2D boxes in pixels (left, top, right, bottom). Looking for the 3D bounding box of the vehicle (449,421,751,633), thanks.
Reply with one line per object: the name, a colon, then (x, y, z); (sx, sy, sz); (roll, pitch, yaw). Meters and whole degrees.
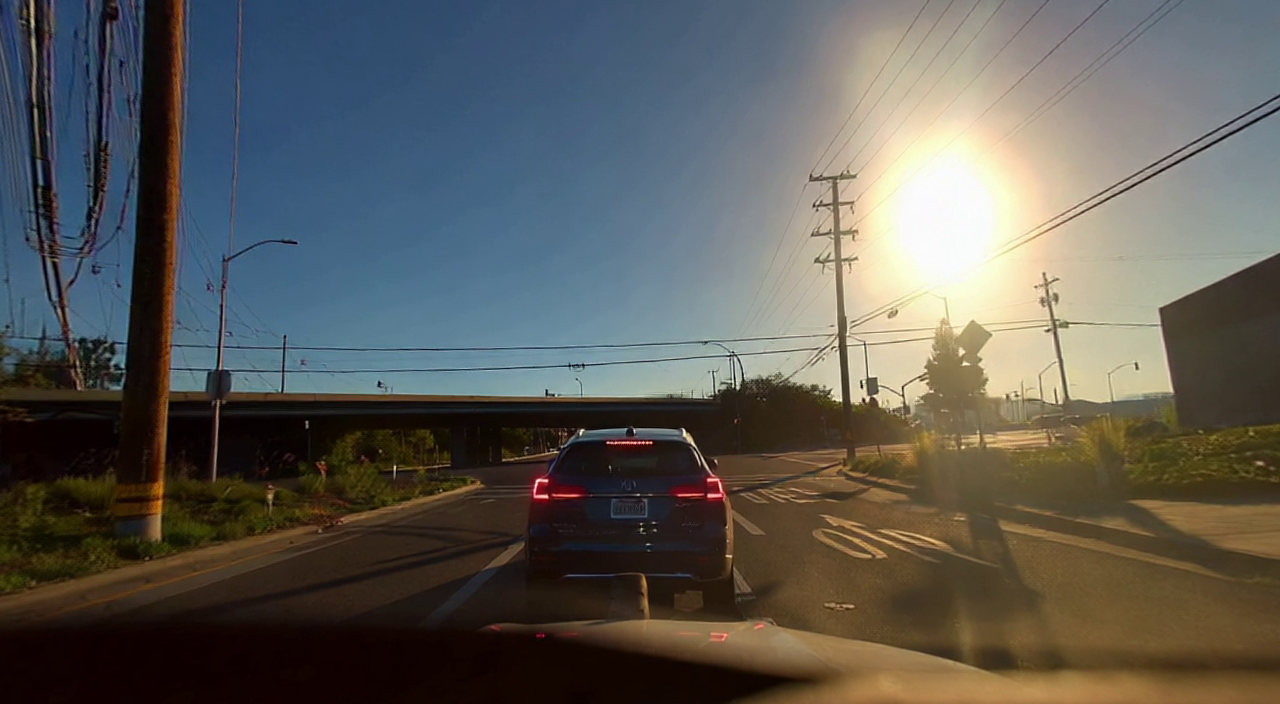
vehicle: (-0.241, 1.526, 6.463); (2.090, 1.458, 4.033); (-1, -9, 1)
